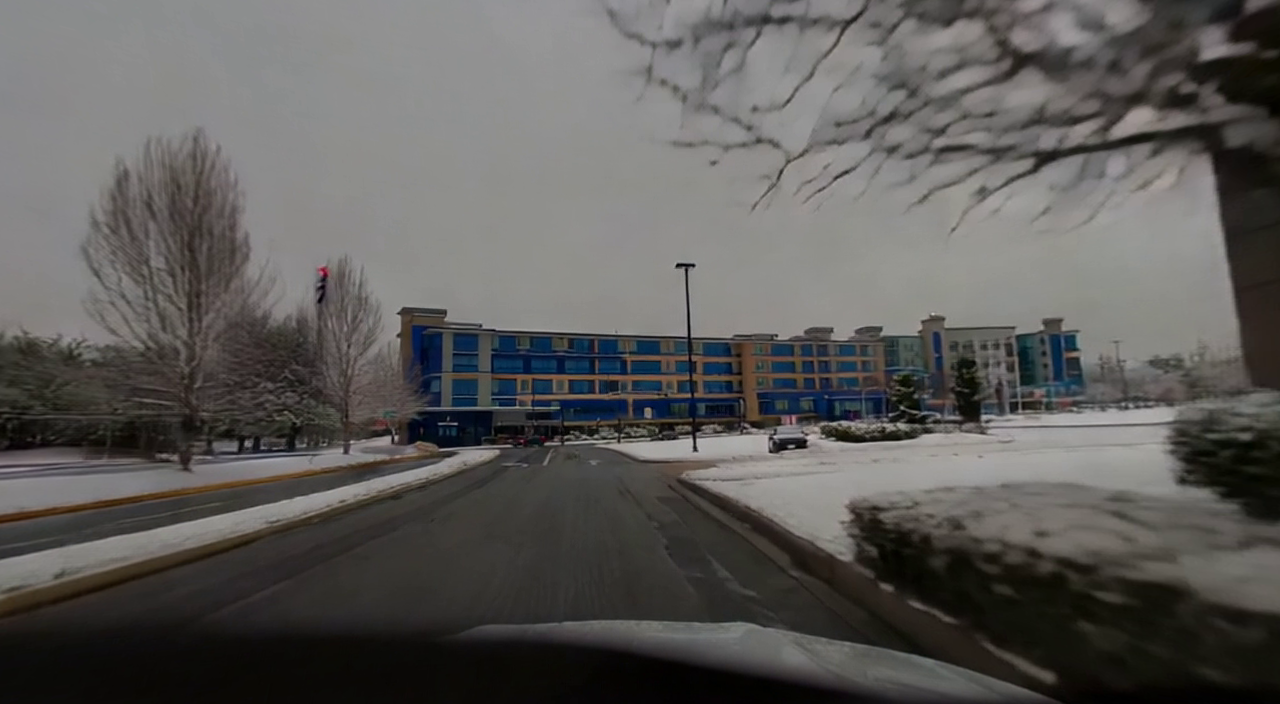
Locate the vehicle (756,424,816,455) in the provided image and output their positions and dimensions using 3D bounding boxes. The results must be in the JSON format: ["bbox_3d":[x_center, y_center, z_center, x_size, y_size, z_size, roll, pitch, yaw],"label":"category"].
[{"bbox_3d":[7.460,4.524,32.579,1.769,1.516,3.520,0,-8,-9],"label":"vehicle"}]
